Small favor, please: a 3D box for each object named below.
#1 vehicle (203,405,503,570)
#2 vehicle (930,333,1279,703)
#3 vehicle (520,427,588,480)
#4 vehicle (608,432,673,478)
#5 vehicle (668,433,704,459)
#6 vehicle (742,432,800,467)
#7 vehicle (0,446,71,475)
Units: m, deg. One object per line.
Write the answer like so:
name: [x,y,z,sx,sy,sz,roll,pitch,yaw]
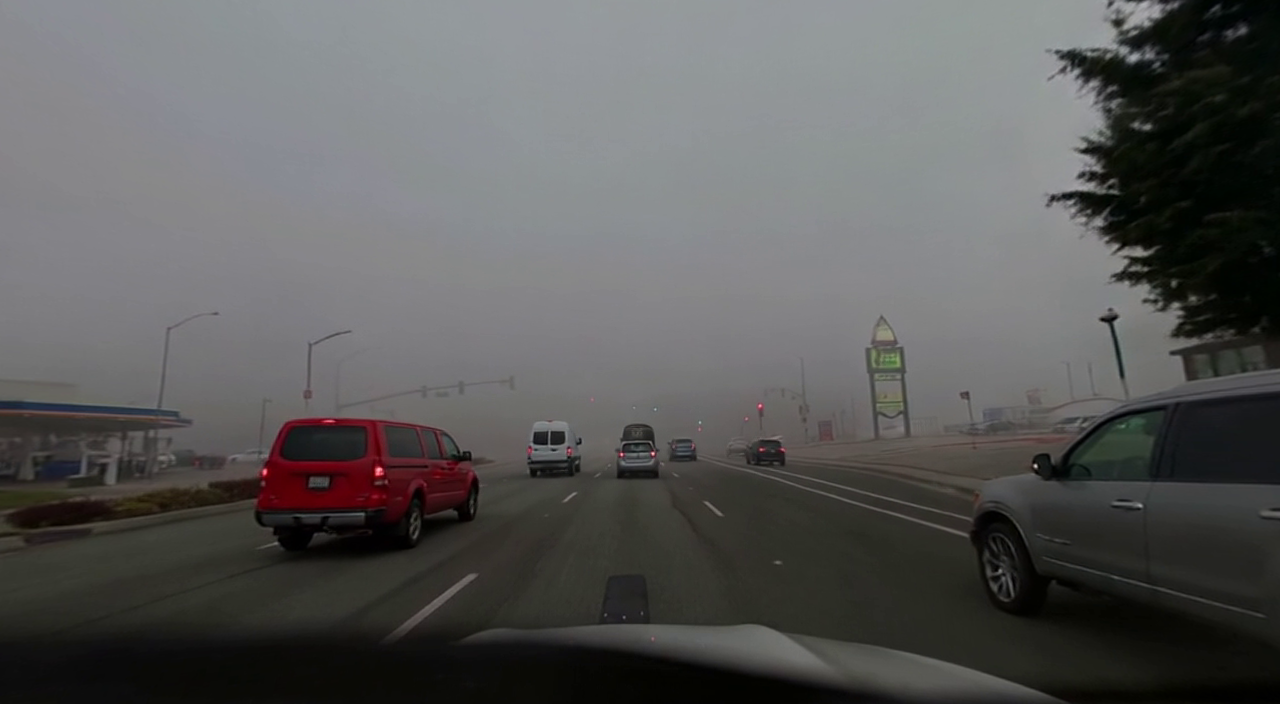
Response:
vehicle: [-3.656,1.837,9.398,2.002,1.747,5.173,0,-8,1]
vehicle: [3.723,0.955,3.476,2.055,1.786,4.817,0,-8,2]
vehicle: [-3.431,4.170,26.039,2.025,1.936,4.995,0,-8,1]
vehicle: [0.015,4.261,26.204,2.426,1.703,5.602,0,-8,0]
vehicle: [3.305,6.947,46.240,2.193,1.795,5.130,0,-8,-1]
vehicle: [6.805,5.149,33.127,2.119,1.696,4.623,0,-8,1]
vehicle: [-47.121,8.202,47.610,5.483,2.103,2.273,0,-8,-2]
